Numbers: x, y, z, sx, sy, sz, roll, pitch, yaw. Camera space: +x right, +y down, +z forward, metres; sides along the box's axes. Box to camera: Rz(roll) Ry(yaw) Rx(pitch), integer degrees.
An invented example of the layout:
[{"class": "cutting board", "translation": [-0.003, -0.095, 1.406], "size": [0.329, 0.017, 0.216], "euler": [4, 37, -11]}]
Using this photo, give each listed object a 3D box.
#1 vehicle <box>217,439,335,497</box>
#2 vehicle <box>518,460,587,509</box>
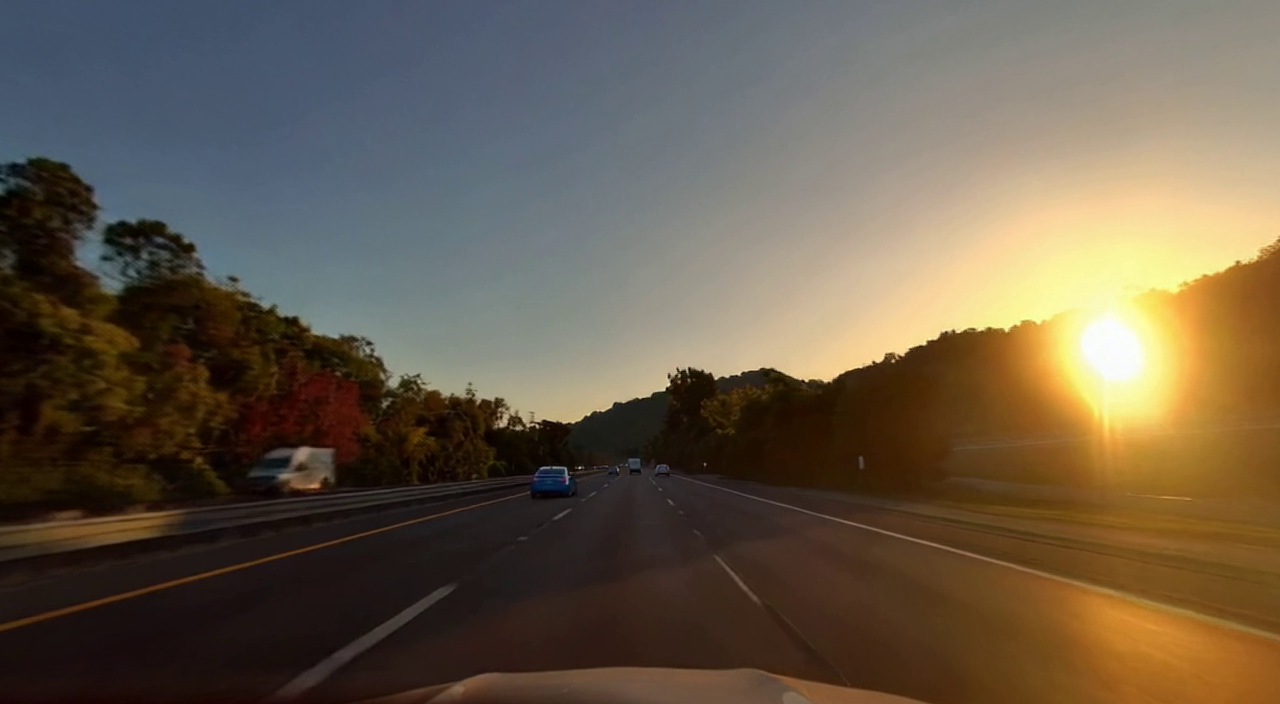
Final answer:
[{"class": "vehicle", "translation": [-19.369, 6.287, 34.054], "size": [2.562, 2.777, 6.237], "euler": [-1, -11, 0]}, {"class": "vehicle", "translation": [-2.983, 4.638, 22.324], "size": [1.797, 1.532, 4.072], "euler": [1, -10, 1]}]
